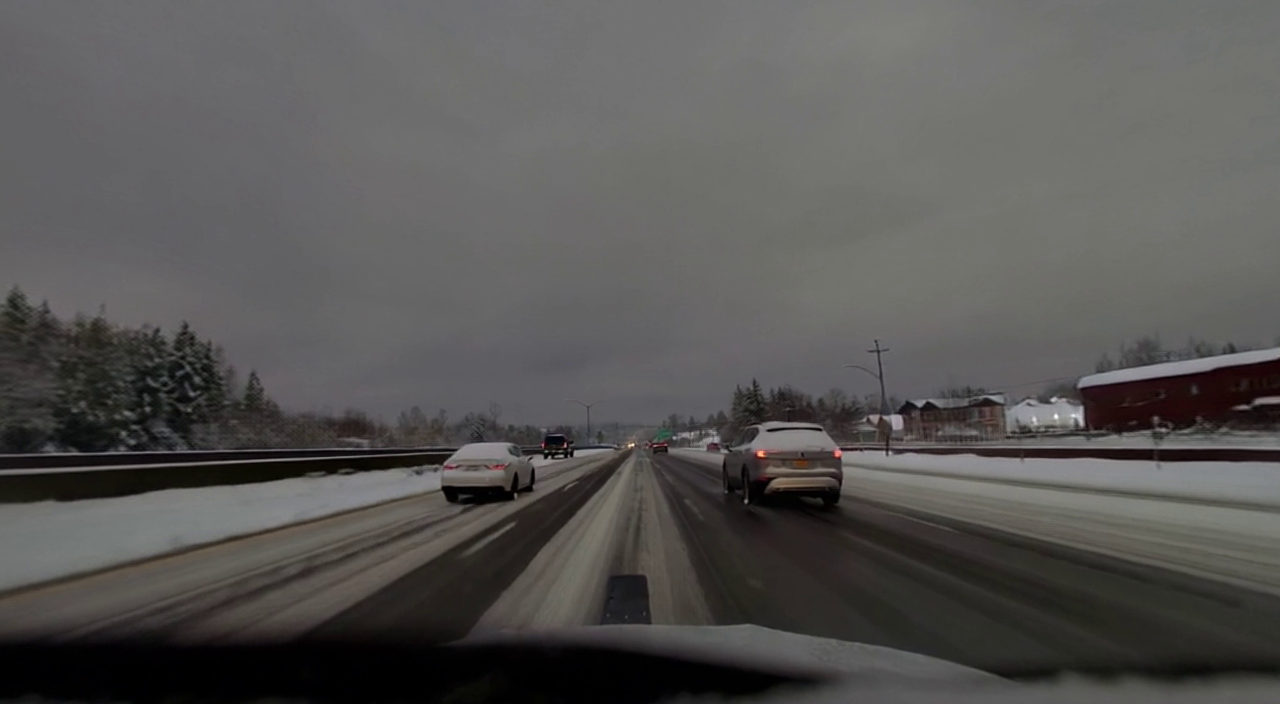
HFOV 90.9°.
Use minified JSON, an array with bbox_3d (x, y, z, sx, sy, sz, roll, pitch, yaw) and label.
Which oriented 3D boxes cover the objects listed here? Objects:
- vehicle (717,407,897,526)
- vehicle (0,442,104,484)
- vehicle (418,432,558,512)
[{"bbox_3d":[2.932,2.170,12.432,2.148,1.852,4.835,0,-8,-1],"label":"vehicle"},{"bbox_3d":[-22.859,4.177,23.973,1.695,1.457,3.555,0,-8,1],"label":"vehicle"},{"bbox_3d":[-3.306,2.719,14.838,2.080,1.542,4.718,0,-8,1],"label":"vehicle"}]
